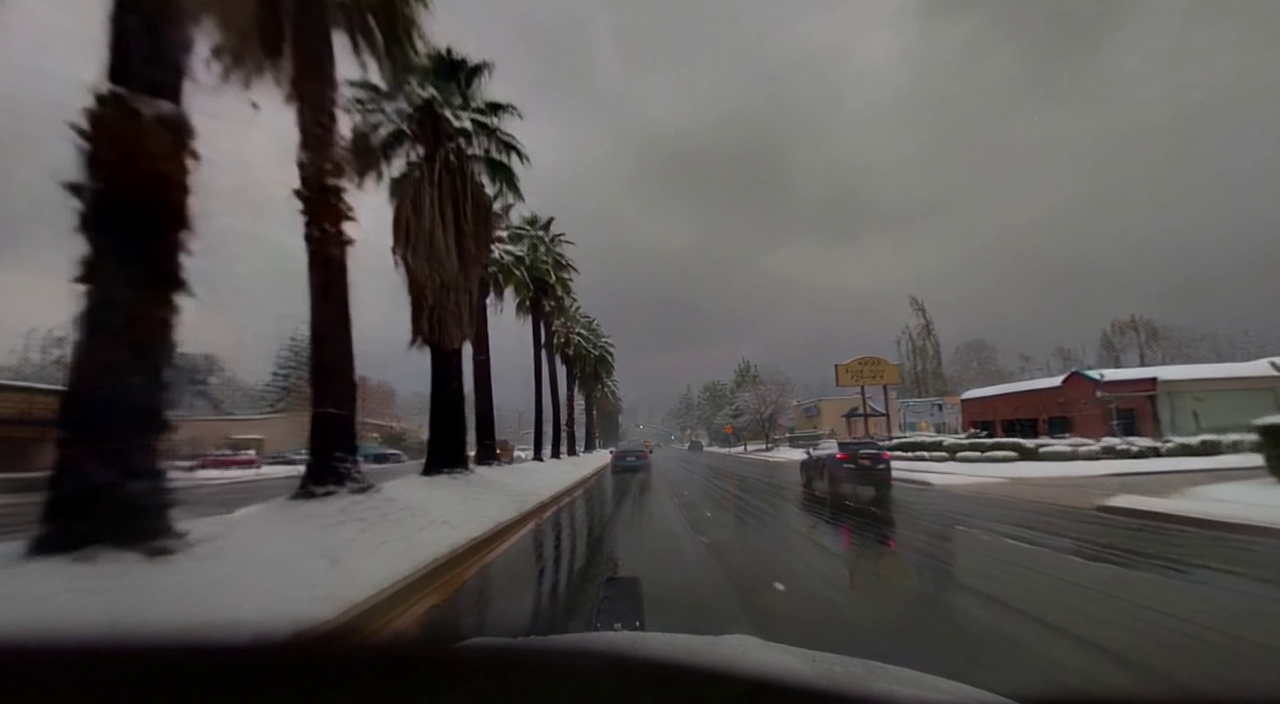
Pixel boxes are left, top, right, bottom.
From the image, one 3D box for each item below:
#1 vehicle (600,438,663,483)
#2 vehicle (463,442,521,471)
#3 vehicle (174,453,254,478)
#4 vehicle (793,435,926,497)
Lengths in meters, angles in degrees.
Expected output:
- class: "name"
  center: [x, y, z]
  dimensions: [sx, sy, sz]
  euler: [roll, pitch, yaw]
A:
- class: "vehicle"
  center: [-0.312, 3.987, 23.419]
  dimensions: [2.106, 1.496, 3.964]
  euler: [0, -9, -1]
- class: "vehicle"
  center: [-8.347, 5.943, 36.082]
  dimensions: [2.049, 1.543, 5.131]
  euler: [0, -9, 0]
- class: "vehicle"
  center: [-31.991, 8.524, 47.535]
  dimensions: [4.619, 1.748, 2.040]
  euler: [8, -12, -41]
- class: "vehicle"
  center: [6.334, 3.355, 18.941]
  dimensions: [2.244, 1.618, 4.585]
  euler: [0, -9, -2]
